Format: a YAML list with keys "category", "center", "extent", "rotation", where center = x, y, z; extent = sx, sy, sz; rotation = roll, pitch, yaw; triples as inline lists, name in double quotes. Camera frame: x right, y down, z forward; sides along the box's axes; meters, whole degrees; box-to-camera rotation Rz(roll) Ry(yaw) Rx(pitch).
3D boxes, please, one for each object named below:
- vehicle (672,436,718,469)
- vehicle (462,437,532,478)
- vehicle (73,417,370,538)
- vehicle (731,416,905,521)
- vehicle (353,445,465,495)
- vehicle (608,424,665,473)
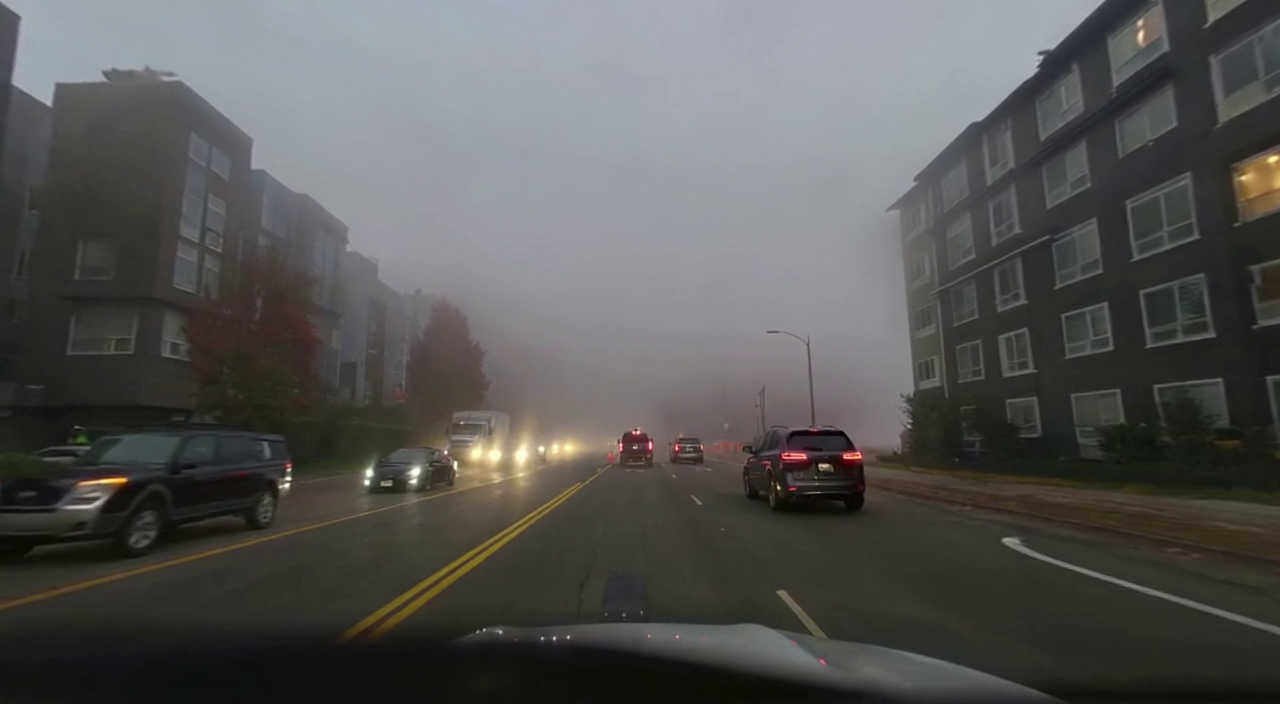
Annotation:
- category: "vehicle"
  center: [3.245, 6.064, 38.122]
  extent: [2.187, 1.835, 5.471]
  rotation: [0, -8, -1]
- category: "vehicle"
  center: [-7.156, 5.312, 31.971]
  extent: [2.437, 1.820, 4.827]
  rotation: [-2, -8, 0]
- category: "vehicle"
  center: [-7.614, 2.328, 12.310]
  extent: [2.448, 1.871, 4.820]
  rotation: [0, -8, 0]
- category: "vehicle"
  center: [3.549, 2.459, 13.880]
  extent: [2.120, 1.828, 5.531]
  rotation: [0, -8, -1]
- category: "vehicle"
  center: [-7.558, 3.876, 21.104]
  extent: [1.881, 1.485, 4.522]
  rotation: [0, -8, 2]
- category: "vehicle"
  center: [-0.240, 5.200, 33.935]
  extent: [2.762, 2.309, 6.723]
  rotation: [0, -9, -1]
